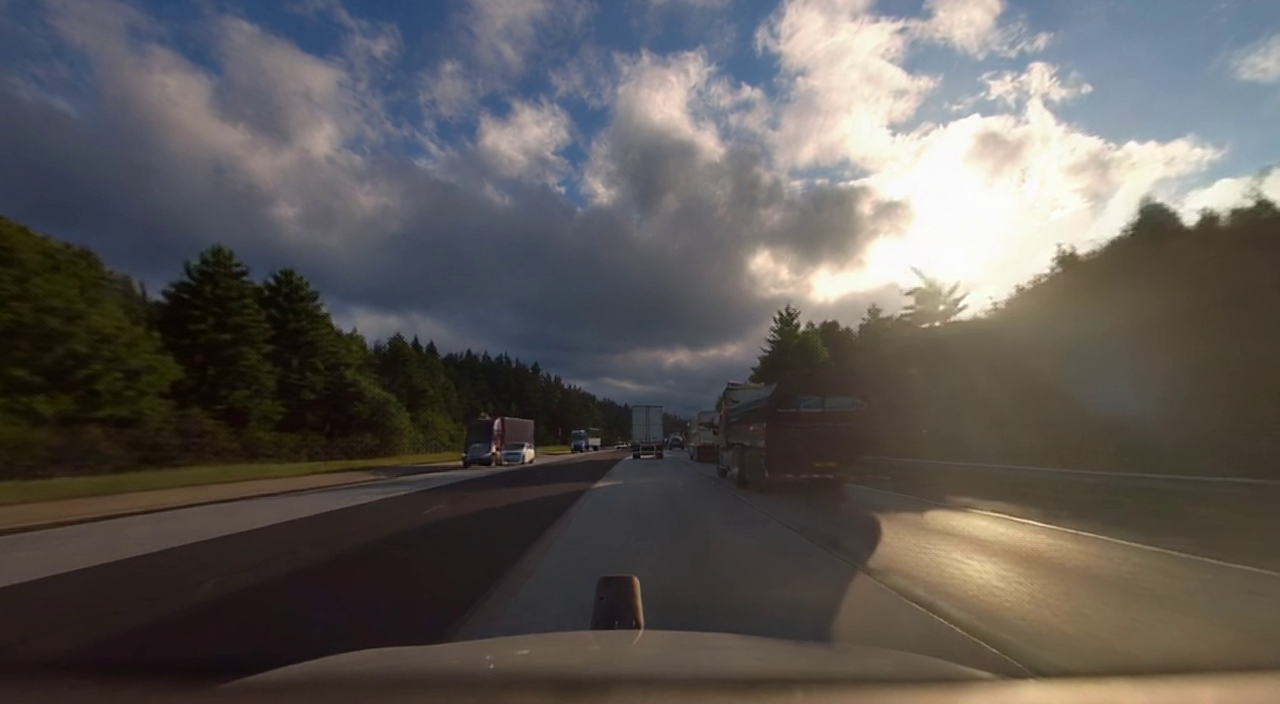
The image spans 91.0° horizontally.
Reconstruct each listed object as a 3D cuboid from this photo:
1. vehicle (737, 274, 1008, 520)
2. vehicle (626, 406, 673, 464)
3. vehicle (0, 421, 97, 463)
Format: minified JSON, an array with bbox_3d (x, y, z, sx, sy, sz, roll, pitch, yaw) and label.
[{"bbox_3d":[4.433,1.287,14.654,2.860,4.036,8.586,0,-8,-1],"label":"vehicle"},{"bbox_3d":[0.607,5.238,39.366,2.644,3.247,7.454,-1,-8,1],"label":"vehicle"},{"bbox_3d":[-47.232,6.860,47.826,3.052,2.977,11.341,1,-8,-7],"label":"vehicle"}]
